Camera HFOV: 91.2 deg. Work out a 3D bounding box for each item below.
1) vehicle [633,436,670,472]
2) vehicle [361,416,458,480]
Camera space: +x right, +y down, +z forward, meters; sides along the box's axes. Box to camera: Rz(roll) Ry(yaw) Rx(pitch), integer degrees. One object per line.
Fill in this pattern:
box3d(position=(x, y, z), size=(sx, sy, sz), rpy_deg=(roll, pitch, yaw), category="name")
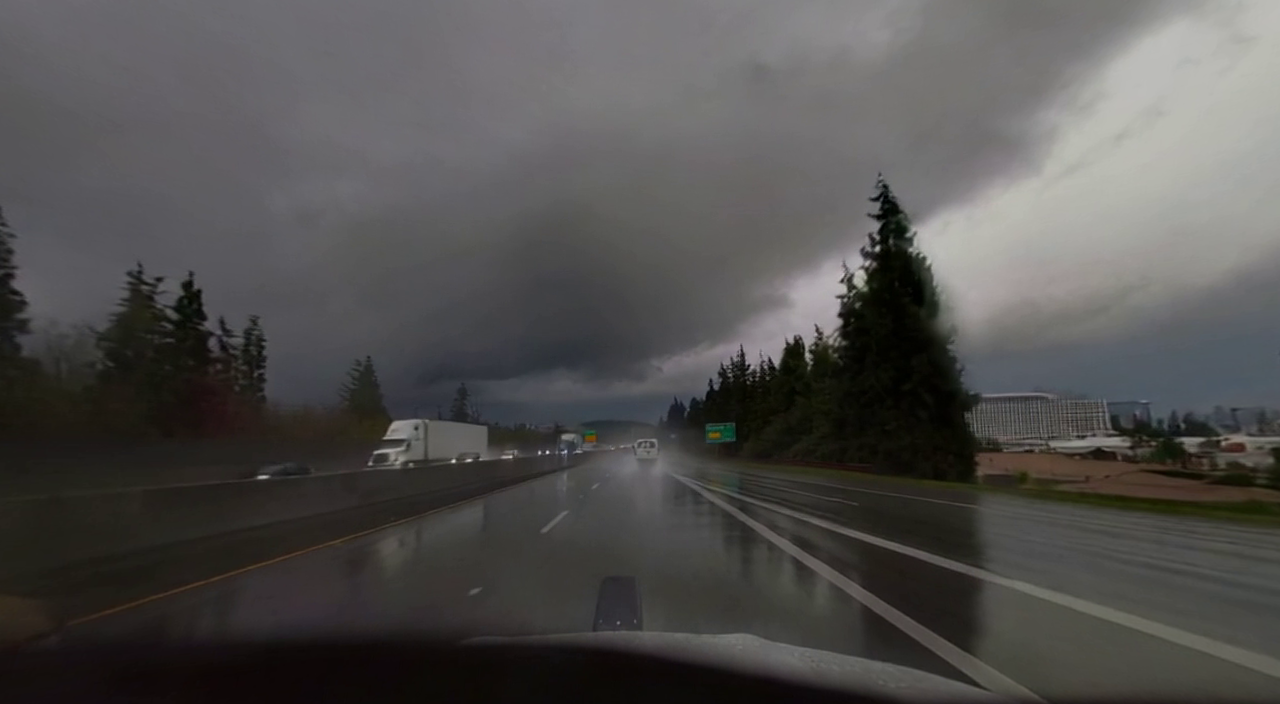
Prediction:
box3d(position=(0.720, 6.502, 40.122), size=(2.268, 2.122, 4.595), rpy_deg=(-1, -9, 1), category="vehicle")
box3d(position=(-16.443, 7.015, 45.756), size=(2.999, 4.090, 10.254), rpy_deg=(-1, -9, 1), category="vehicle")
